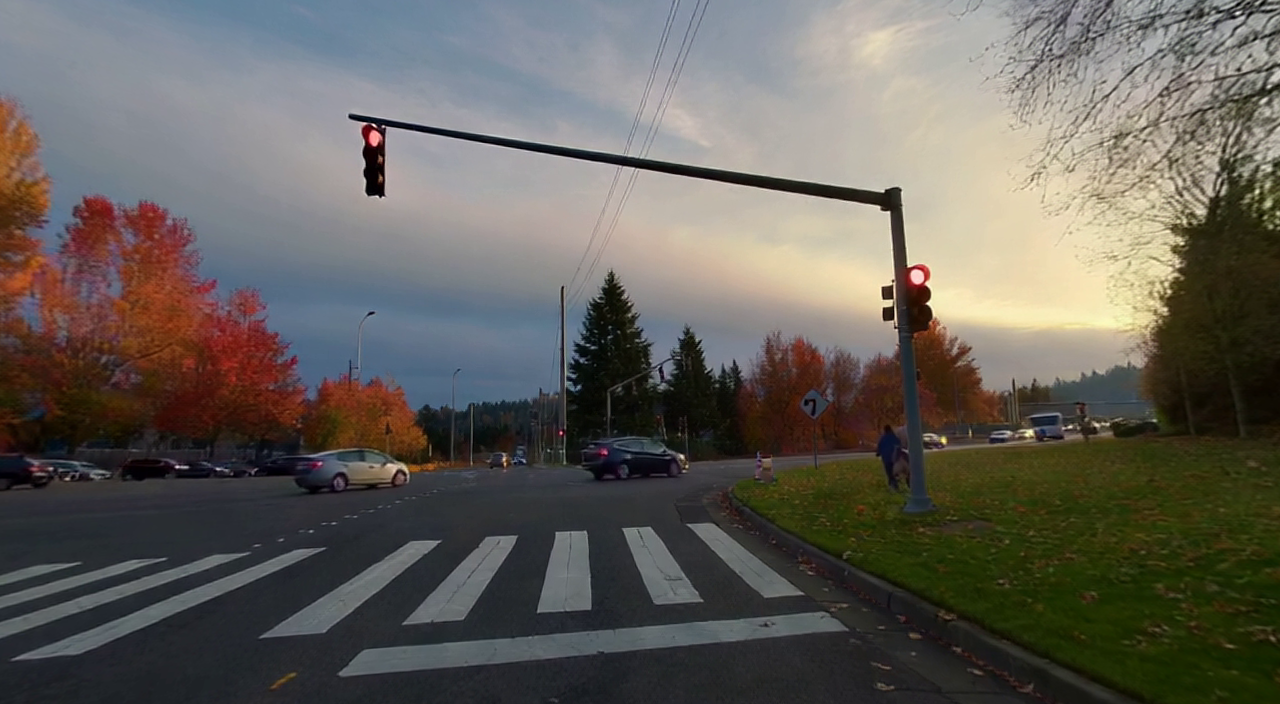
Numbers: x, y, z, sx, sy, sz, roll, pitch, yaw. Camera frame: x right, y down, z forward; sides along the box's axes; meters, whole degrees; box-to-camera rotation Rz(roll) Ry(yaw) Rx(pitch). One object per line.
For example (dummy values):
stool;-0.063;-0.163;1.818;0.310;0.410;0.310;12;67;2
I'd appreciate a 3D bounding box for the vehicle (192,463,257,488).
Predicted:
vehicle;-28.550;8.473;43.178;1.768;1.465;3.972;0;-9;-1

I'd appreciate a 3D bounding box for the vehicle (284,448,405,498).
vehicle;-10.796;4.398;23.218;1.832;1.674;3.805;-4;-9;19

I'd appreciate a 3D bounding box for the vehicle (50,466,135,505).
vehicle;-25.421;6.158;29.259;1.694;1.528;4.225;3;-9;-23

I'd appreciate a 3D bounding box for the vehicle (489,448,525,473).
vehicle;-8.851;7.242;42.046;1.776;1.558;3.779;0;-9;-4

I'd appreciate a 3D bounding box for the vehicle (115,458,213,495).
vehicle;-27.840;7.267;36.910;2.064;1.913;5.081;0;-9;-4

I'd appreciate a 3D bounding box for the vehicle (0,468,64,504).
vehicle;-30.330;6.452;30.331;1.800;1.520;3.968;2;-9;-13

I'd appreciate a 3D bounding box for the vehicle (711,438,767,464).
vehicle;6.997;6.944;43.961;1.867;1.743;4.259;-8;-11;40

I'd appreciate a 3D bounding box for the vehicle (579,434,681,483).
vehicle;-0.333;4.458;26.484;1.988;1.853;4.314;-7;-11;39
